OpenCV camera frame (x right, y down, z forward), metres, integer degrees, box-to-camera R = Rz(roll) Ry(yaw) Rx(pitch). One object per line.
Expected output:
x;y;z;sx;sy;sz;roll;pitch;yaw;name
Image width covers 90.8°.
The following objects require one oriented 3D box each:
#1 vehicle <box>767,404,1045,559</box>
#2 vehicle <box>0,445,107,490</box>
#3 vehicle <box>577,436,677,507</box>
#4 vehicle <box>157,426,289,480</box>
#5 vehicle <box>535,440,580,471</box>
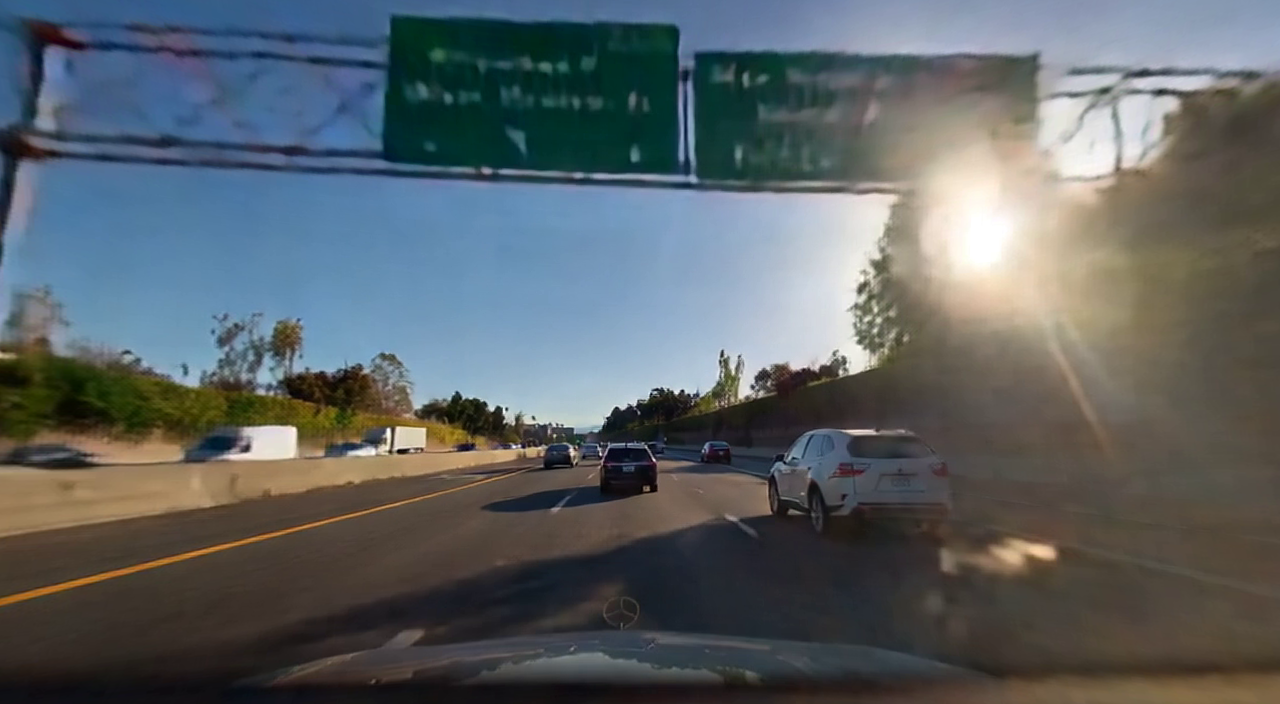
3.615;1.870;9.851;2.162;1.800;4.693;0;-9;-2;vehicle
-21.935;4.078;22.658;2.141;1.462;4.057;0;-9;-2;vehicle
-0.323;2.823;15.359;2.098;1.475;3.997;0;-8;-2;vehicle
-17.973;4.385;27.675;2.233;2.092;5.457;0;-9;-3;vehicle
-4.985;6.338;38.919;2.218;1.776;5.031;0;-9;-1;vehicle
